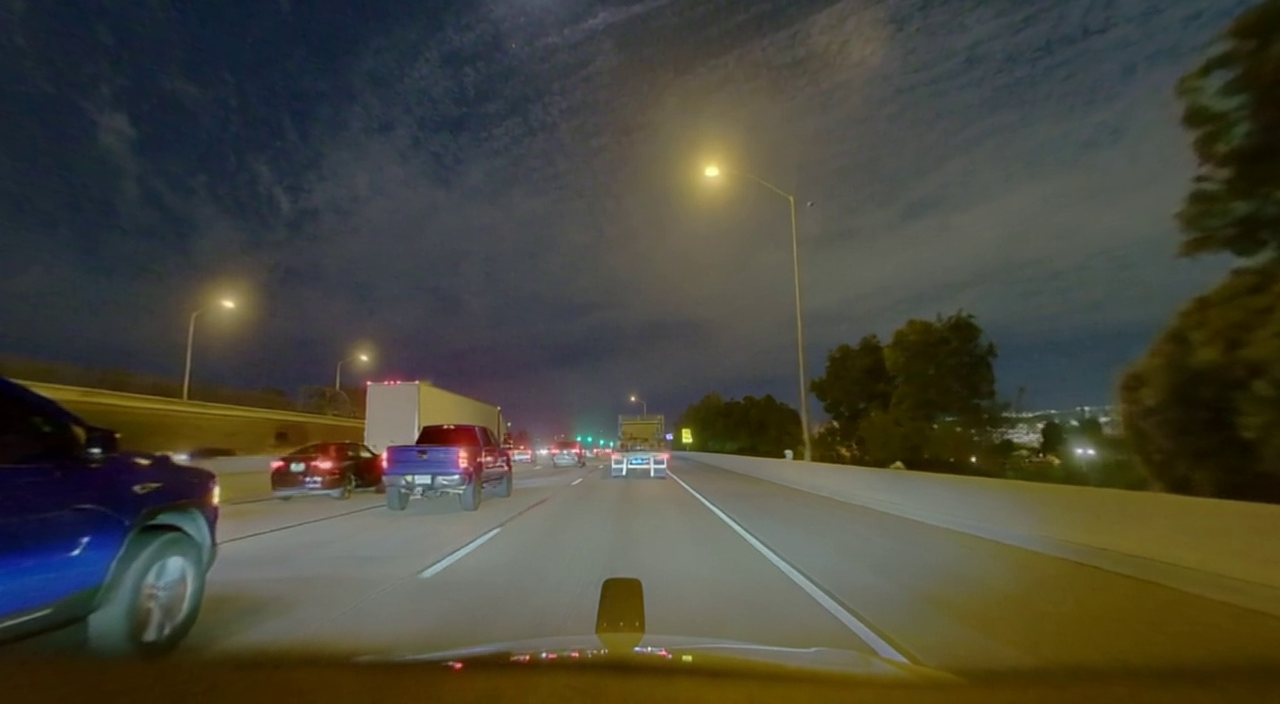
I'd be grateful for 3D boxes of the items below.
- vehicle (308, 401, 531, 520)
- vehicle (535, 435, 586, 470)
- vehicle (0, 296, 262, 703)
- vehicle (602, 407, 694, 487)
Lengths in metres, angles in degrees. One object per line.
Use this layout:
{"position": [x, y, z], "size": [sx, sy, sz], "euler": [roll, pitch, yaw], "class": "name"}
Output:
{"position": [-4.181, 2.224, 13.455], "size": [2.575, 1.958, 5.730], "euler": [-1, -8, 1], "class": "vehicle"}
{"position": [-4.594, 5.897, 37.325], "size": [2.329, 1.859, 4.823], "euler": [-1, -8, 1], "class": "vehicle"}
{"position": [-3.553, 0.581, 1.351], "size": [2.303, 1.835, 5.044], "euler": [-1, -8, 1], "class": "vehicle"}
{"position": [0.127, 3.540, 23.804], "size": [2.886, 2.471, 7.692], "euler": [0, -8, -2], "class": "vehicle"}
